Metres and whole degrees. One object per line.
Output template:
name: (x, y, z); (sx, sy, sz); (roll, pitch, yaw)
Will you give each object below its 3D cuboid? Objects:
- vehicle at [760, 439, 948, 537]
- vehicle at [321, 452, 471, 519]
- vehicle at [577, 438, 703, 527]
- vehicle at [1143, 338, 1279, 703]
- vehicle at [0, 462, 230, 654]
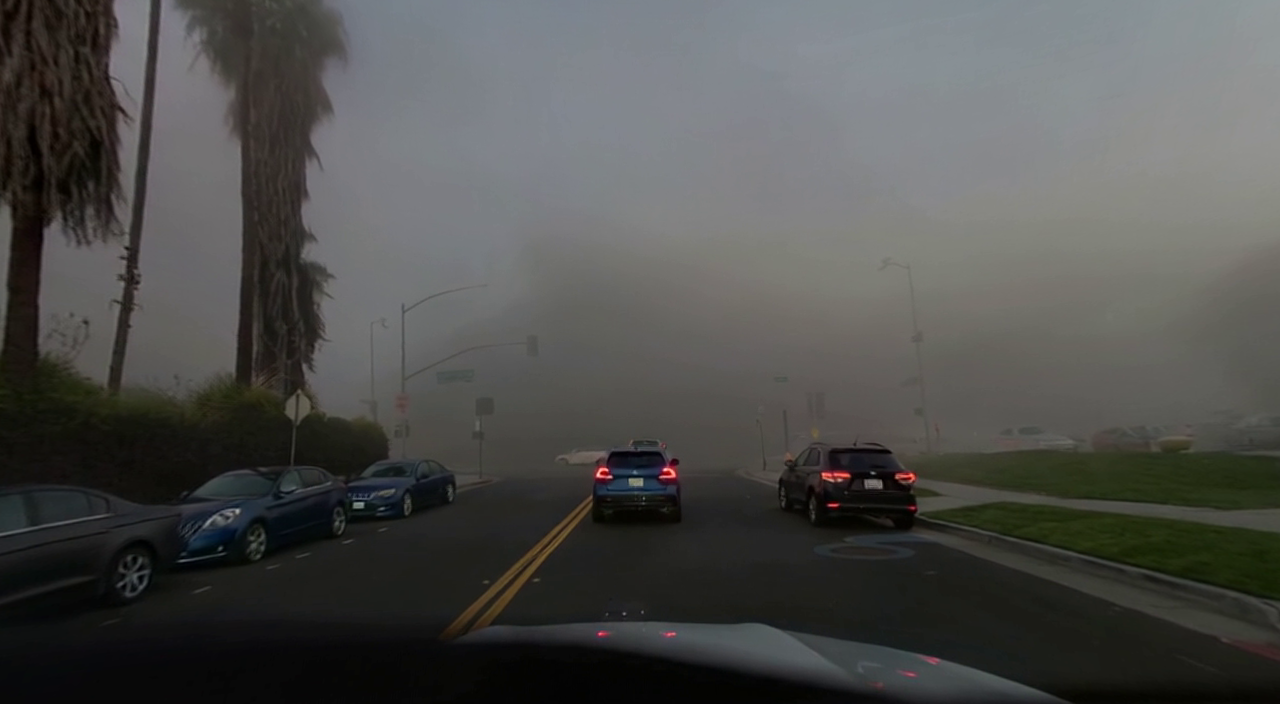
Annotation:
vehicle: (3.569, 2.325, 11.503); (1.821, 1.417, 4.454); (0, -8, -1)
vehicle: (-6.362, 3.498, 17.143); (2.105, 1.469, 4.693); (0, -8, 1)
vehicle: (-0.013, 2.449, 12.449); (2.060, 1.452, 4.078); (0, -8, 0)
vehicle: (3.598, 0.554, 0.543); (2.099, 1.786, 5.198); (0, -8, 1)
vehicle: (-6.172, 1.809, 5.704); (1.850, 1.482, 4.454); (0, -8, 1)
